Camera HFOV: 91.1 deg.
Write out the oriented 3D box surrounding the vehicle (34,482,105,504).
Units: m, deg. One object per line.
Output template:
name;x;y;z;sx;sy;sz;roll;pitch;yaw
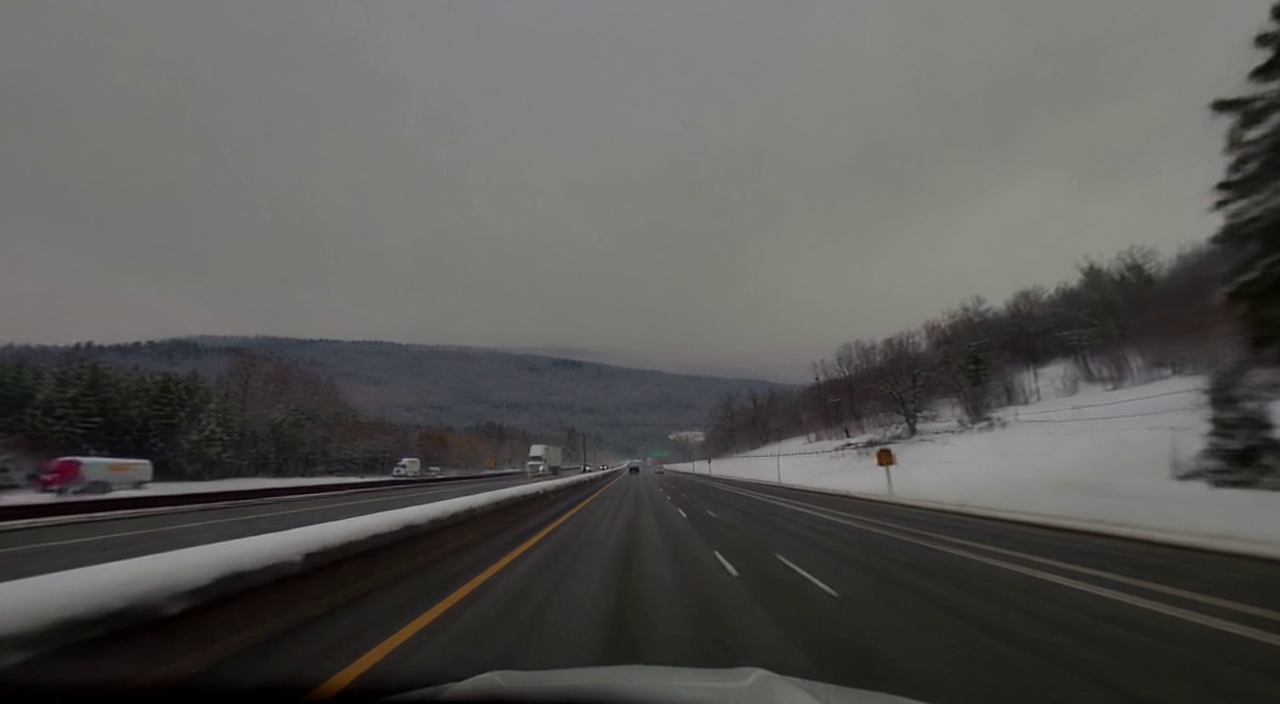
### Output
vehicle;-45.105;11.171;49.759;1.772;1.511;4.078;1;-10;0
